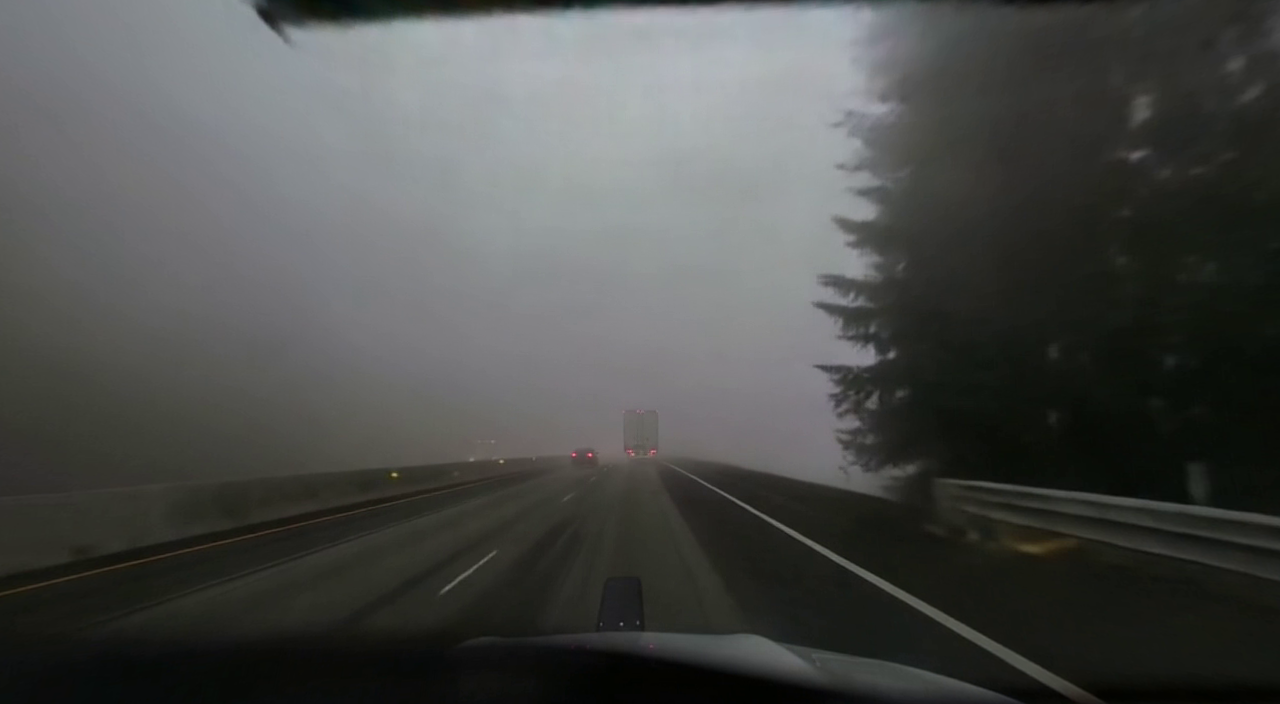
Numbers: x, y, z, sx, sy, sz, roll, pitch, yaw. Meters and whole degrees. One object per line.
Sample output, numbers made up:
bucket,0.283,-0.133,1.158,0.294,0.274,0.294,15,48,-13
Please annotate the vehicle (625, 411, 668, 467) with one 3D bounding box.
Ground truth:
vehicle,0.318,6.717,48.168,2.864,3.805,9.500,0,-9,-2

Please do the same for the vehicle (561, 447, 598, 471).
vehicle,-4.047,7.245,42.904,2.053,1.523,4.450,0,-9,0
